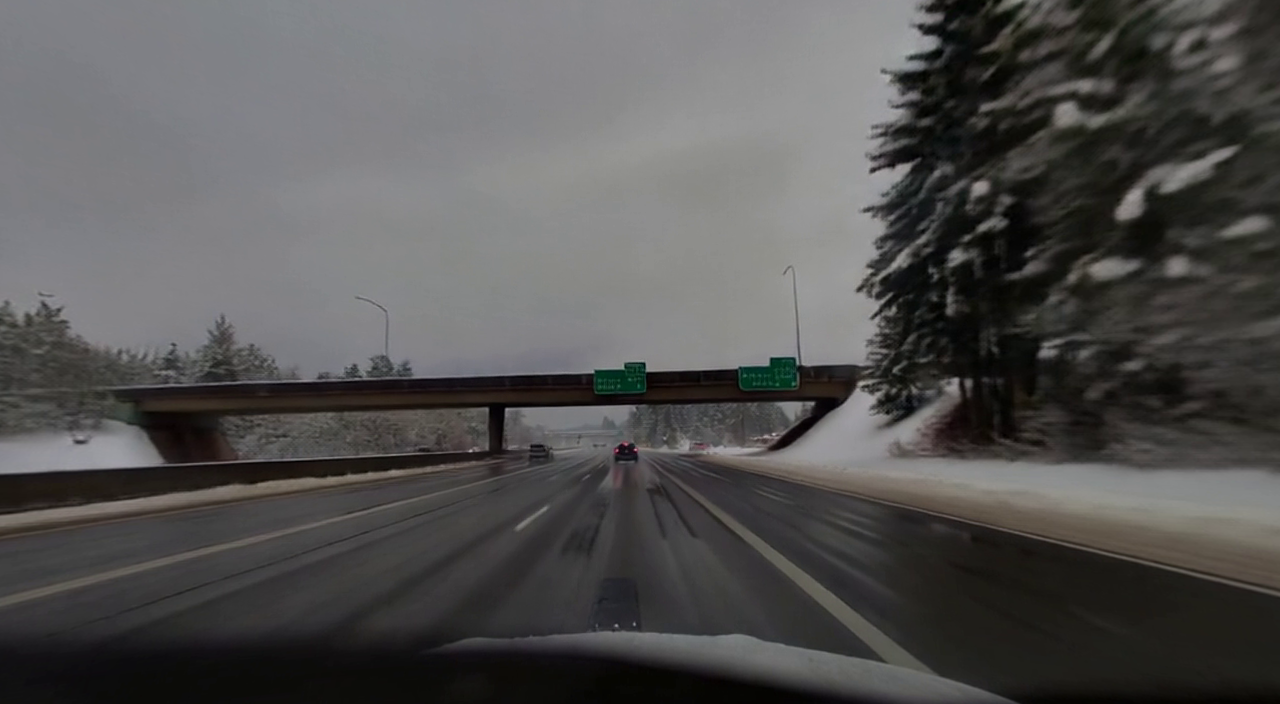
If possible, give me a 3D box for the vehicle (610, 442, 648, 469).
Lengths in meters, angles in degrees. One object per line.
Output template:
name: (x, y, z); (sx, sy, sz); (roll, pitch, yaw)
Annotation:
vehicle: (-0.633, 5.841, 35.843); (2.012, 1.471, 4.059); (0, -8, -1)
